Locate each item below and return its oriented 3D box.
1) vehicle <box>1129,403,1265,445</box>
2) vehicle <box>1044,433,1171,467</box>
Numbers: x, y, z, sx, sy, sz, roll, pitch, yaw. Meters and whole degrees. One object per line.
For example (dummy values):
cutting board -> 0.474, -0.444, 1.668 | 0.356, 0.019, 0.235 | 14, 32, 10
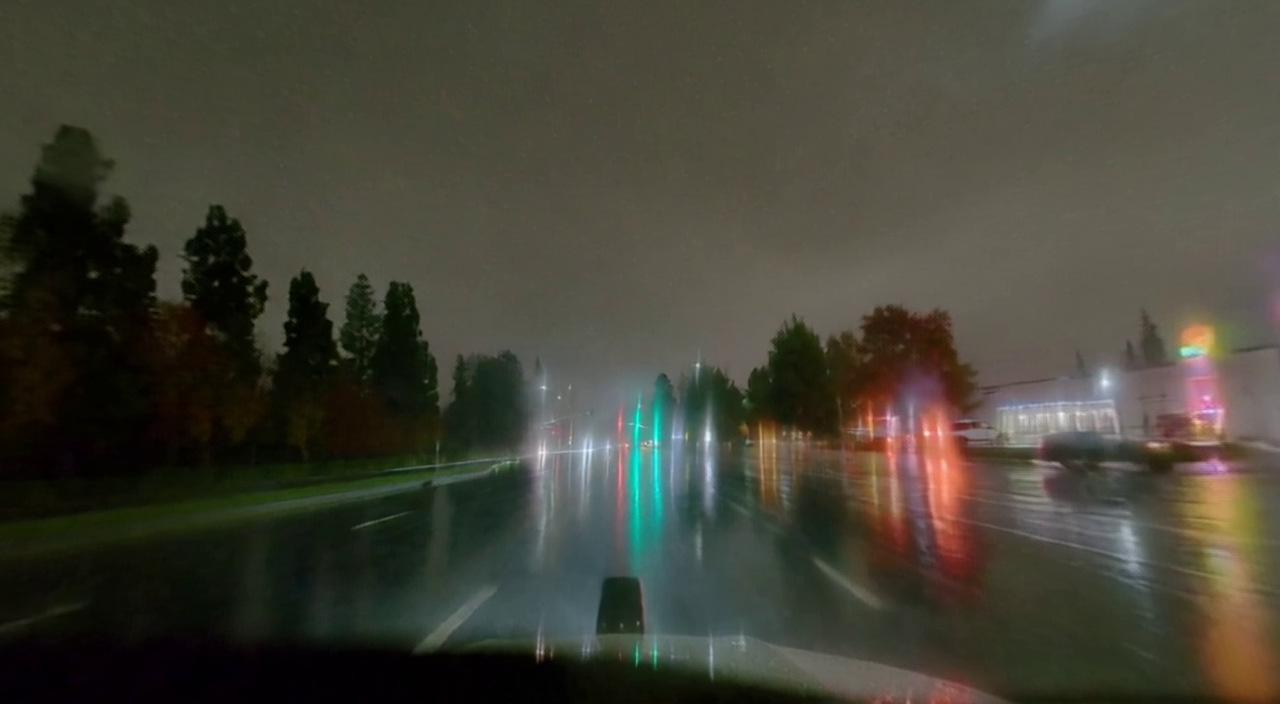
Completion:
vehicle -> 37.764, 4.933, 42.977 | 6.780, 2.760, 2.228 | -1, -8, 2
vehicle -> 22.164, 4.667, 30.072 | 4.373, 1.532, 2.071 | 0, -8, -1
